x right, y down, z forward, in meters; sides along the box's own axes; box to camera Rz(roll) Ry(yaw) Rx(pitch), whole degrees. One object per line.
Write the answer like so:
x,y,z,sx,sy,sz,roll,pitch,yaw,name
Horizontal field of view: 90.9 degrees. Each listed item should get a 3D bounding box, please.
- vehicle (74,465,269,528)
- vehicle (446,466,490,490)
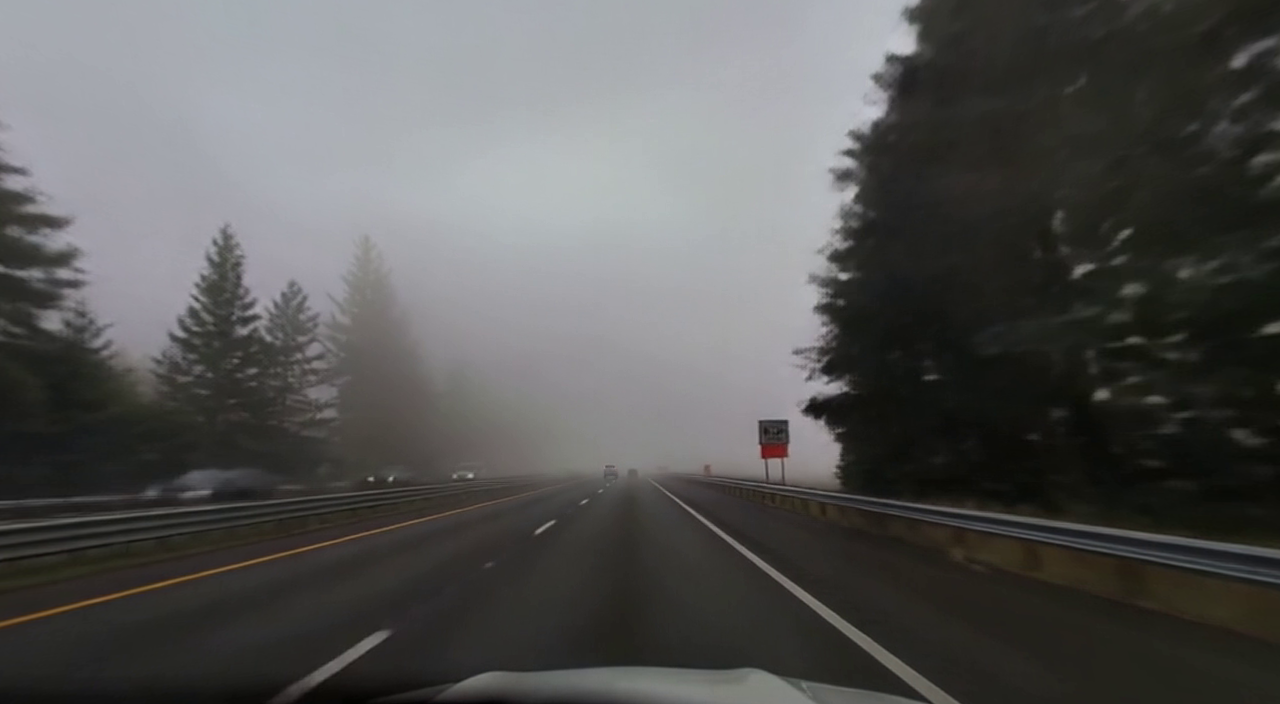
-12.652,3.918,17.508,1.932,1.473,4.509,1,-11,0,vehicle
-12.914,9.463,47.540,2.000,1.682,4.526,1,-11,0,vehicle
